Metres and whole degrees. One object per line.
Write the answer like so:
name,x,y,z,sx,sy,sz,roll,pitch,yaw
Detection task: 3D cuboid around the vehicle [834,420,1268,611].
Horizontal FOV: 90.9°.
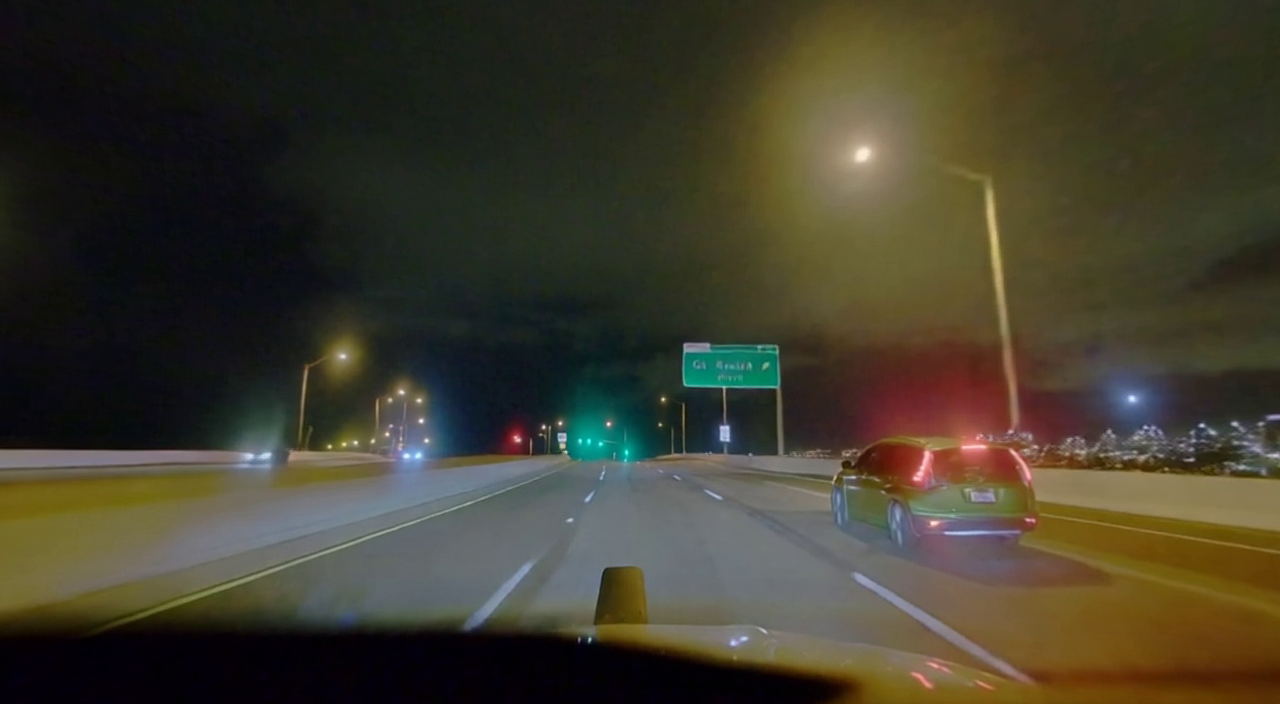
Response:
vehicle,4.182,1.707,7.696,2.104,1.575,4.698,0,-8,0

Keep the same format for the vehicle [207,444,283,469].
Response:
vehicle,-26.372,6.994,42.337,1.923,1.536,4.887,0,-8,0
